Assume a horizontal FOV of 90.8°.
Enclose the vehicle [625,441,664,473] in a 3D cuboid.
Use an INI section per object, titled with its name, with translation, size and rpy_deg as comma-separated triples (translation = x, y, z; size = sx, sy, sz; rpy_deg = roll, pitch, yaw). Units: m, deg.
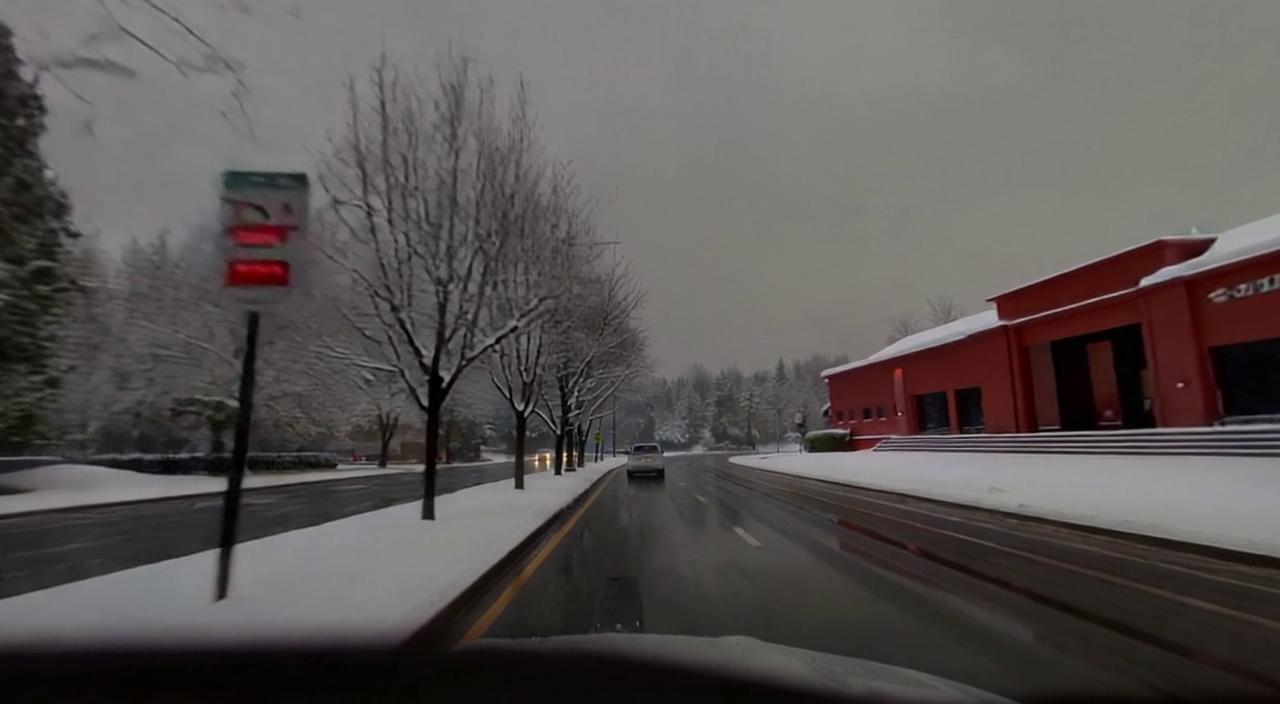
[vehicle]
translation = 0.261, 6.038, 36.457
size = 2.123, 1.703, 4.292
rpy_deg = -1, -9, 1
